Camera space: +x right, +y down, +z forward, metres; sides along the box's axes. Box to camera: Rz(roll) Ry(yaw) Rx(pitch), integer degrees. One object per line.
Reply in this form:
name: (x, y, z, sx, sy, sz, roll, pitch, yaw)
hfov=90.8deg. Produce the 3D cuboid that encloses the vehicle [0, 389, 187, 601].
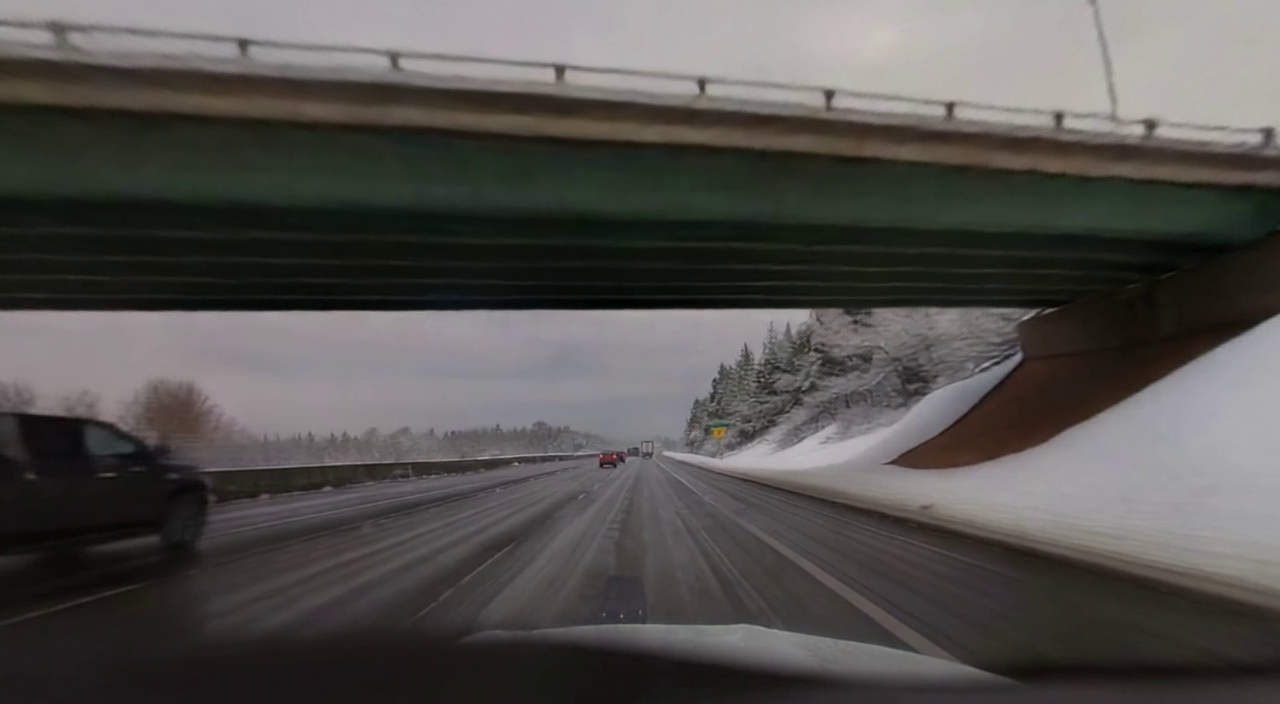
vehicle: (-7.053, 1.279, 5.550, 2.232, 1.947, 5.180, 0, -9, 0)
